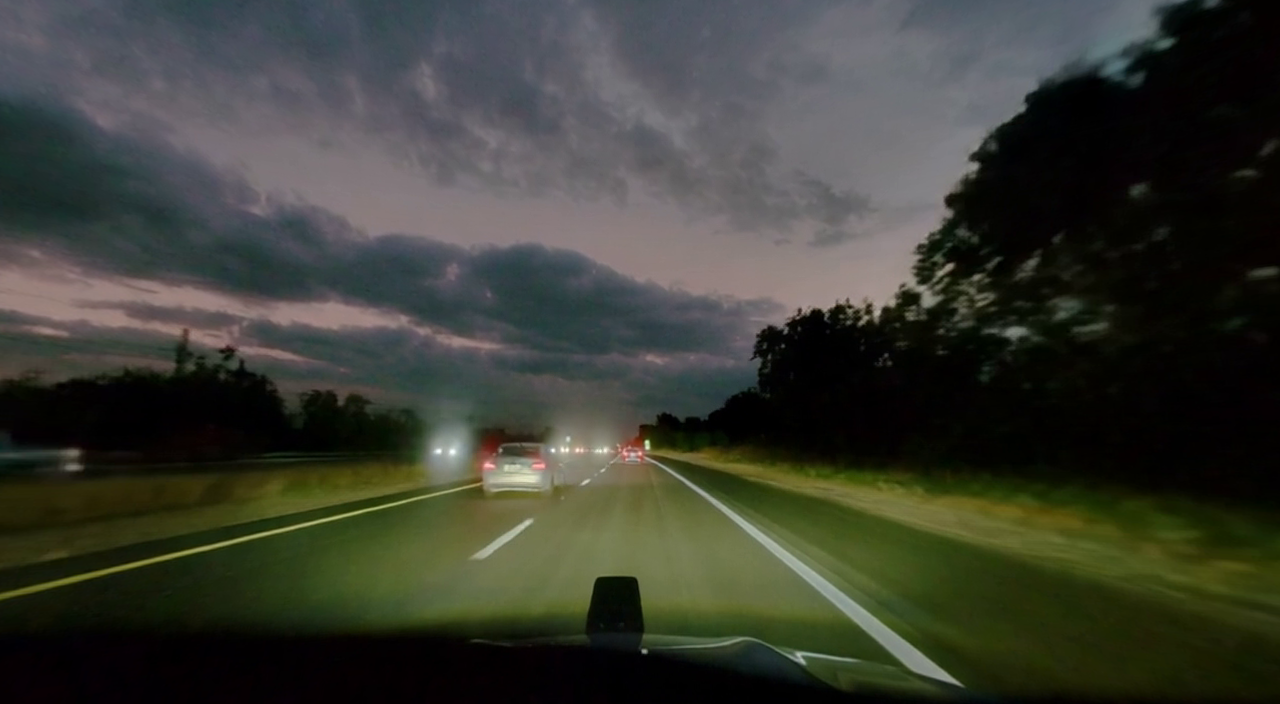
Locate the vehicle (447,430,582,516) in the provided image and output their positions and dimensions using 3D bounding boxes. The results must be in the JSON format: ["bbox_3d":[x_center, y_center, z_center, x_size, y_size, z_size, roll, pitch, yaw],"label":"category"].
[{"bbox_3d":[-2.714,2.737,14.870,2.135,1.686,4.517,0,-8,2],"label":"vehicle"}]
